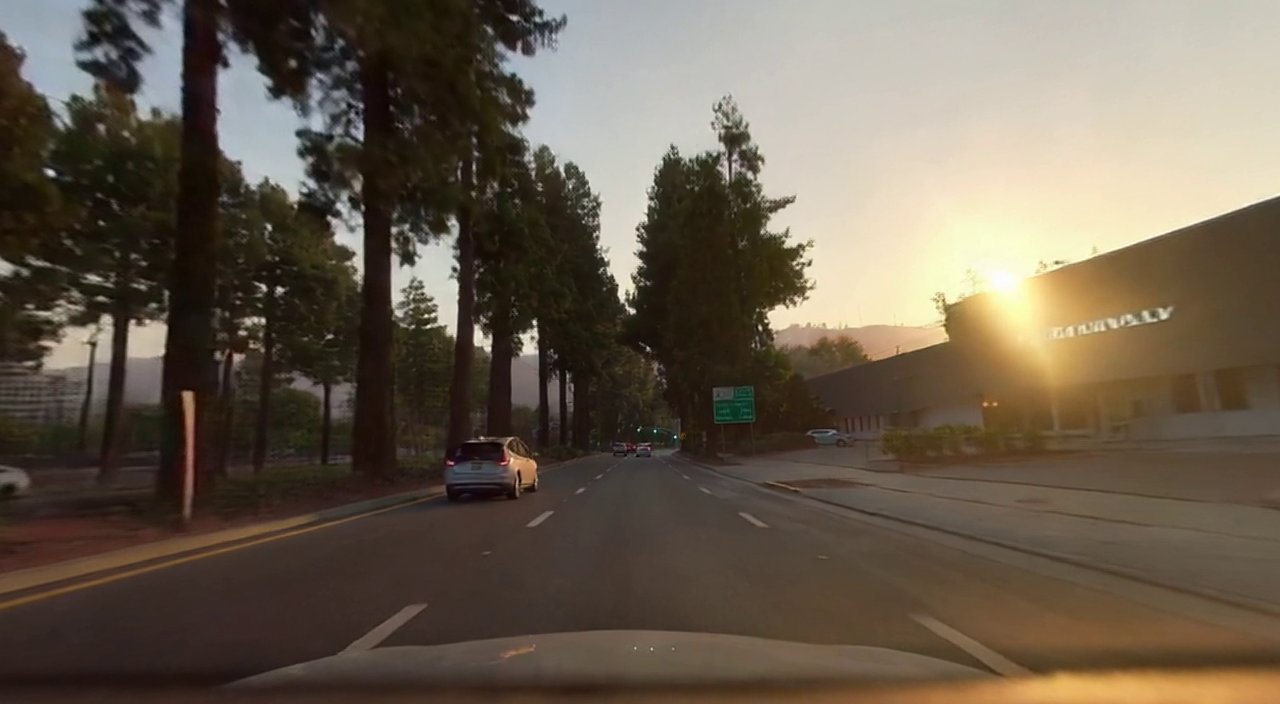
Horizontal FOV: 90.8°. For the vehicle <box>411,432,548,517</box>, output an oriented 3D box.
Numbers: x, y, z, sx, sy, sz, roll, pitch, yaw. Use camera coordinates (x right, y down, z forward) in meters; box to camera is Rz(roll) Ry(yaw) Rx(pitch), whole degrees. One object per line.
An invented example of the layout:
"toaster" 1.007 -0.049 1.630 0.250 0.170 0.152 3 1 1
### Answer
"vehicle" -3.354 2.644 14.117 1.942 1.588 4.172 0 -9 0
